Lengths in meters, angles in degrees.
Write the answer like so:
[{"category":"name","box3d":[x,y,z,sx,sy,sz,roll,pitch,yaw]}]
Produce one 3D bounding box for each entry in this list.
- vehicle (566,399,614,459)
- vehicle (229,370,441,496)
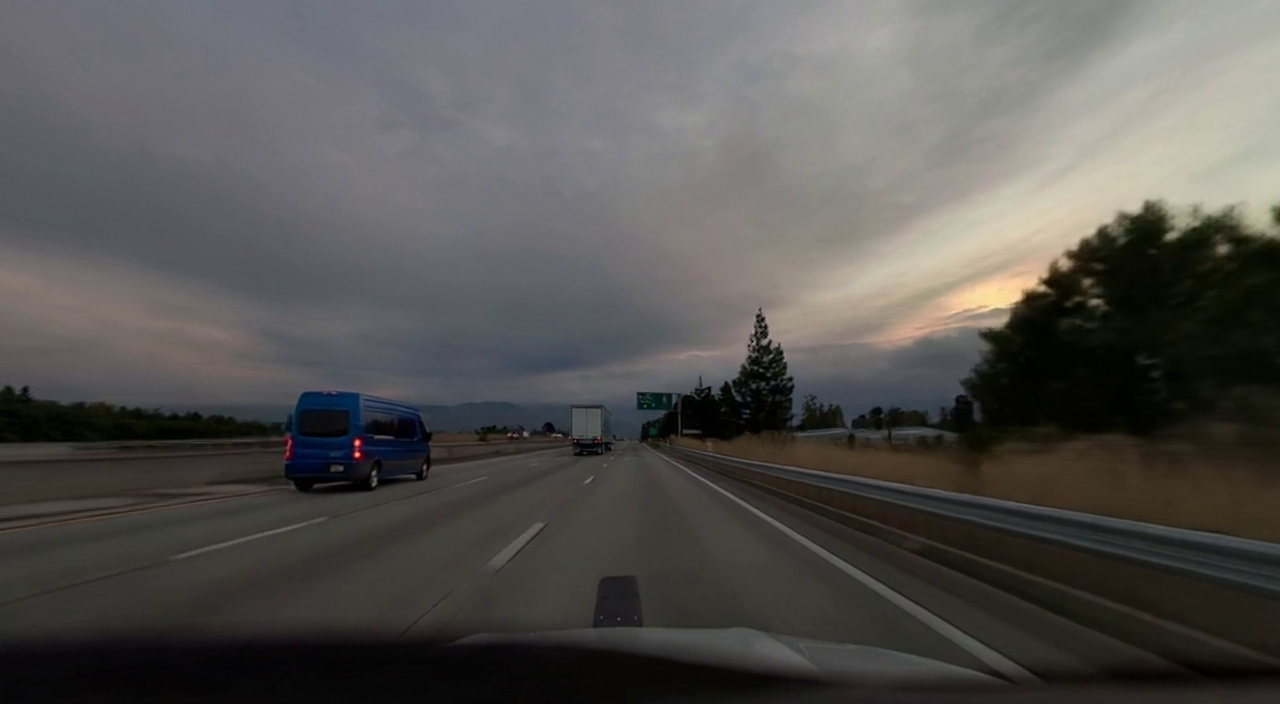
[{"category":"vehicle","box3d":[-3.701,6.019,48.840,3.173,4.185,8.360,0,-8,-1]},{"category":"vehicle","box3d":[-7.864,2.253,17.490,2.396,2.763,6.935,0,-8,0]}]
